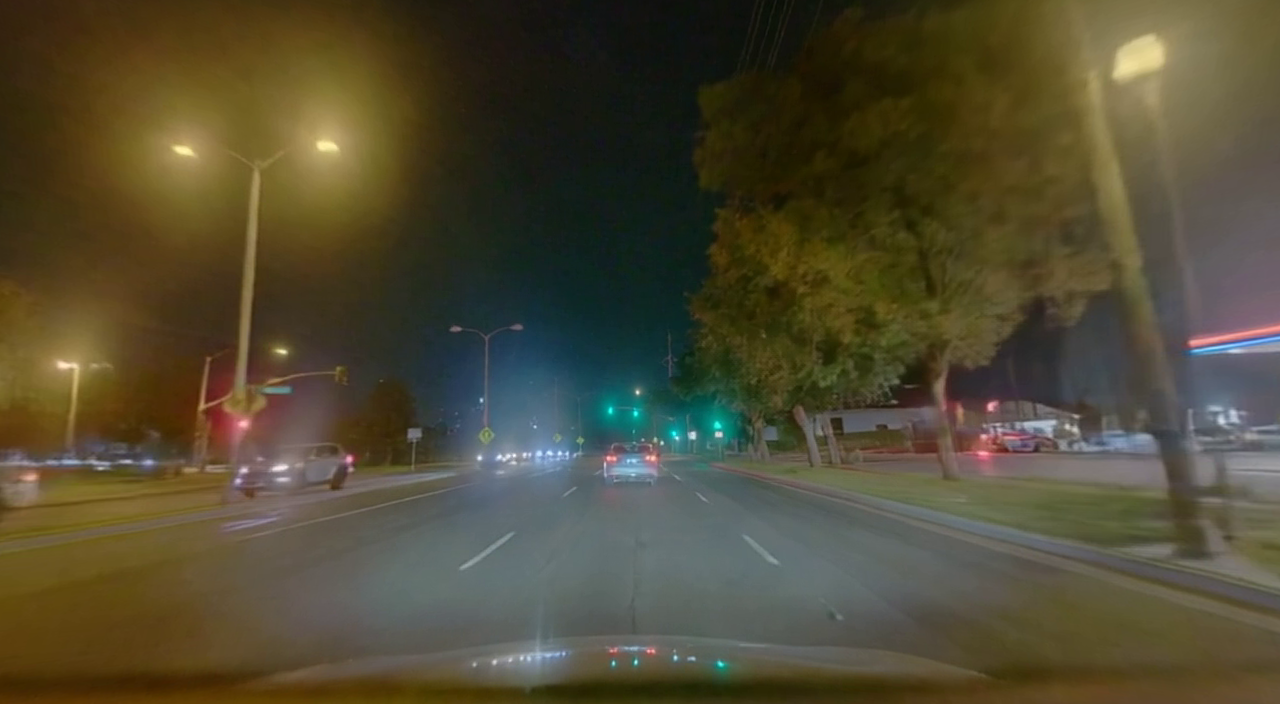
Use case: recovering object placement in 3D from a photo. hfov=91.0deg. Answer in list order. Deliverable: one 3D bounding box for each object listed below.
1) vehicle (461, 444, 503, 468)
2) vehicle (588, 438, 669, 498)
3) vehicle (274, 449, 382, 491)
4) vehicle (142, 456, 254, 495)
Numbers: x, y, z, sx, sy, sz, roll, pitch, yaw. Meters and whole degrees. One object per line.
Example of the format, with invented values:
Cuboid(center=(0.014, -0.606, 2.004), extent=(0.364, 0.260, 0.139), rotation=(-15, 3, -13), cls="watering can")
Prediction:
Cuboid(center=(-12.048, 7.944, 48.230), extent=(1.999, 1.695, 4.334), rotation=(0, -9, 1), cls="vehicle")
Cuboid(center=(-0.317, 3.301, 18.320), extent=(2.062, 1.519, 4.214), rotation=(1, -9, -1), cls="vehicle")
Cuboid(center=(-12.443, 4.718, 25.519), extent=(1.936, 1.498, 4.611), rotation=(0, -9, 1), cls="vehicle")
Cuboid(center=(-19.067, 5.306, 27.420), extent=(1.819, 1.473, 4.258), rotation=(1, -9, -1), cls="vehicle")
